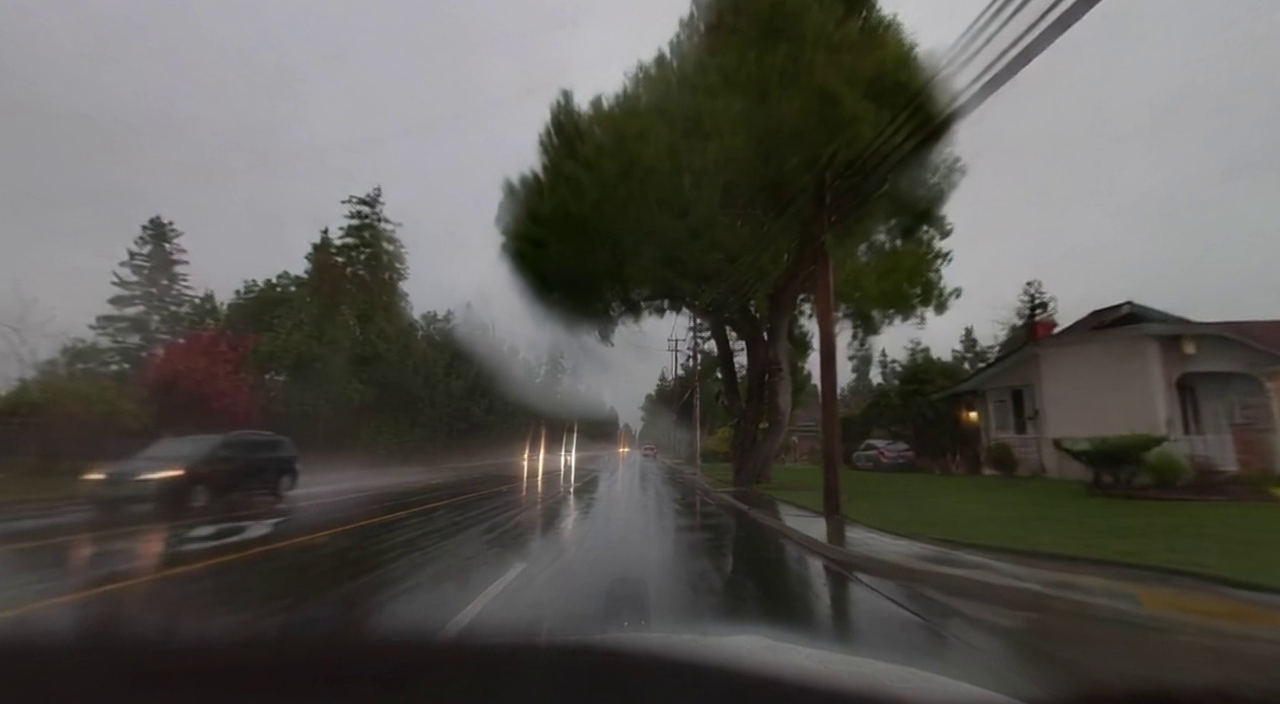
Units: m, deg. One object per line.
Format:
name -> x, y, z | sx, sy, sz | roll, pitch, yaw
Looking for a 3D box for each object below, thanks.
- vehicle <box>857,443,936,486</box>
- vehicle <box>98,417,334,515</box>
vehicle -> 10.754, 4.727, 26.698 | 1.737, 1.633, 3.268 | -1, -9, -4
vehicle -> -9.267, 2.537, 14.440 | 2.057, 1.865, 4.626 | 0, -9, 1
